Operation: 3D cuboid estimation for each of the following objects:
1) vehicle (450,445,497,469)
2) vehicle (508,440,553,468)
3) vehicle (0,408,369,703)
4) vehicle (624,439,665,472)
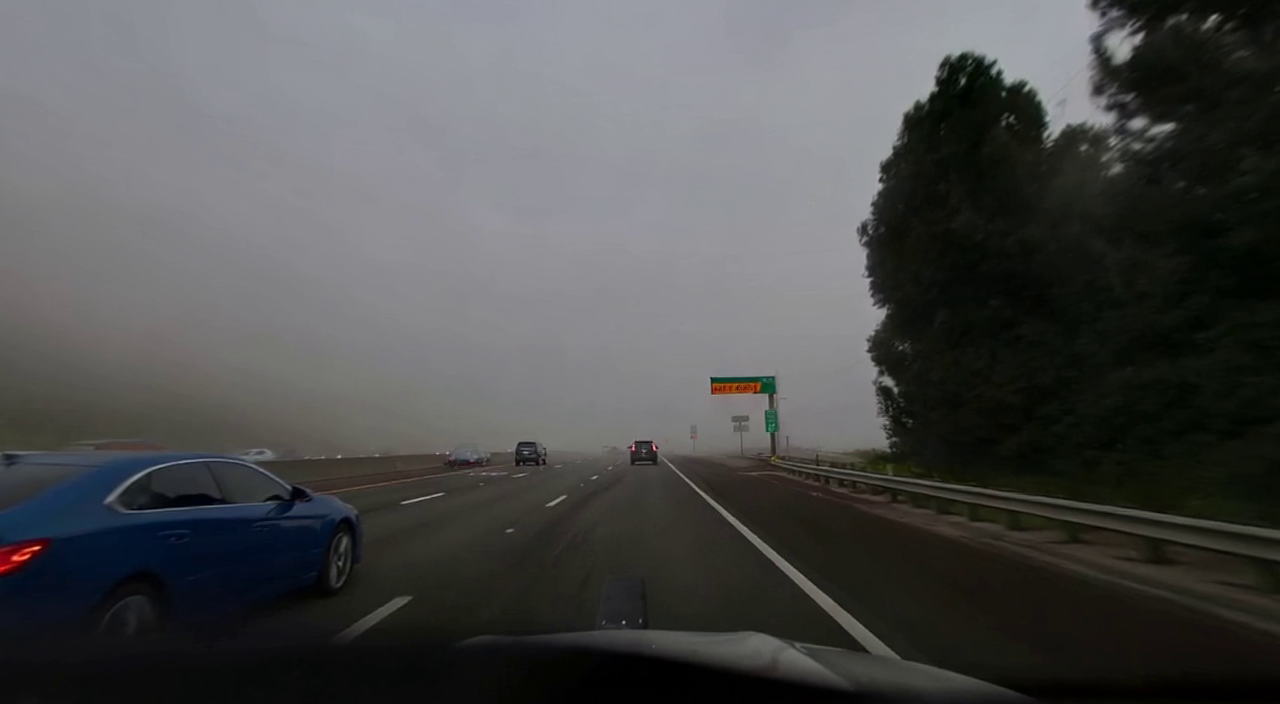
[{"bbox_3d":[-11.126,7.033,42.494,1.938,1.480,4.329,0,-8,1],"label":"vehicle"},{"bbox_3d":[-7.224,6.778,42.101,2.091,1.775,4.601,0,-8,1],"label":"vehicle"},{"bbox_3d":[-3.545,1.135,3.461,1.967,1.517,4.808,0,-8,0],"label":"vehicle"},{"bbox_3d":[0.242,5.851,35.945,2.194,1.737,4.127,0,-8,-1],"label":"vehicle"}]
